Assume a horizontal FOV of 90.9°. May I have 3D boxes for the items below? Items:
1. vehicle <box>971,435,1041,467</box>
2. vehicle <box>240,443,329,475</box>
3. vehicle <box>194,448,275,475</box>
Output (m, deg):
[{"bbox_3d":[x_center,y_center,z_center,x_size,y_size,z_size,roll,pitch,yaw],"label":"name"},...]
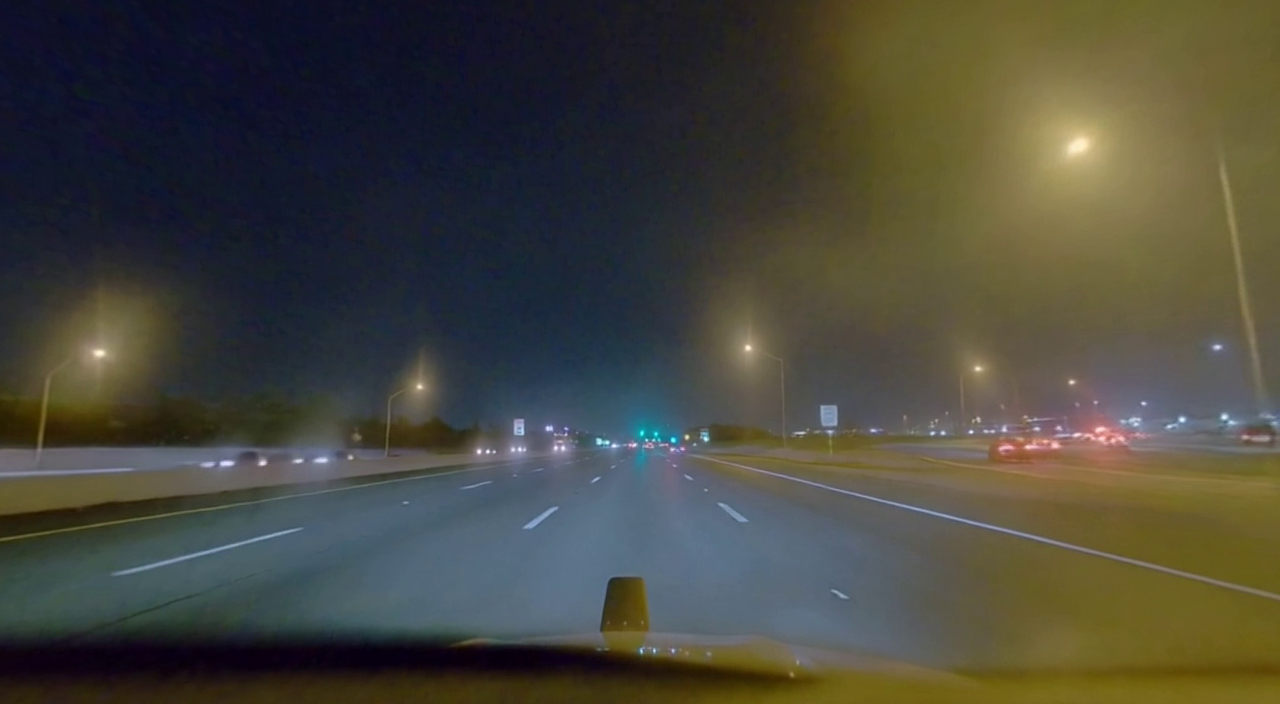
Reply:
[{"bbox_3d":[20.249,5.496,35.112,2.039,1.658,4.457,-2,-9,12],"label":"vehicle"},{"bbox_3d":[-18.245,5.474,32.601,1.898,1.498,4.536,0,-8,1],"label":"vehicle"},{"bbox_3d":[-25.319,6.816,39.526,1.911,1.546,4.648,0,-8,1],"label":"vehicle"}]
